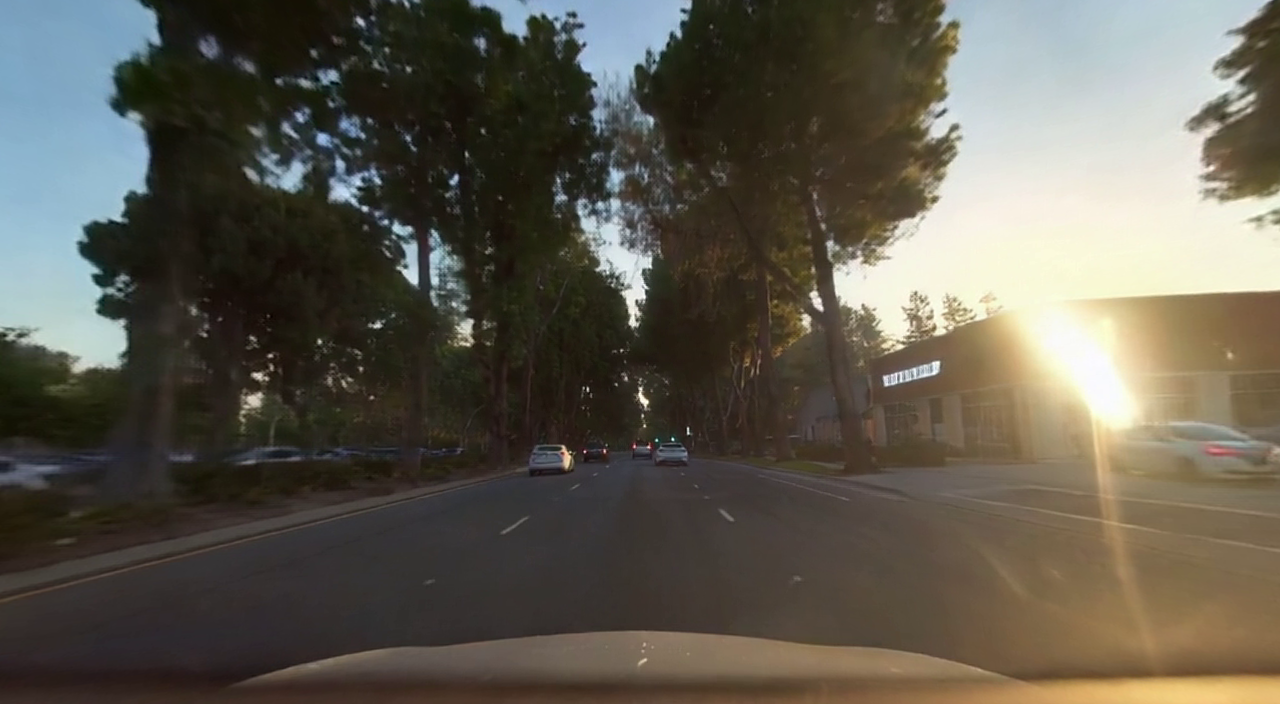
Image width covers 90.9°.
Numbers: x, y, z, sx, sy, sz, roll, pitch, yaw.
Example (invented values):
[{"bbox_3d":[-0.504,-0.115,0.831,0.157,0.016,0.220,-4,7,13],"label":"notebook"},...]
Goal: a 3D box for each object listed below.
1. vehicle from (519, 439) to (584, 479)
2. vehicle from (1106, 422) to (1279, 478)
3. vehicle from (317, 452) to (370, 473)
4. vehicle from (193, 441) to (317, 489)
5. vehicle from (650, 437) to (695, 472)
[{"bbox_3d":[-3.544,4.361,25.977,1.908,1.481,4.536,0,-8,1],"label":"vehicle"},{"bbox_3d":[15.671,2.775,17.942,1.823,1.413,3.884,0,-8,0],"label":"vehicle"},{"bbox_3d":[-22.624,8.427,48.287,1.905,1.483,4.479,0,-8,0],"label":"vehicle"},{"bbox_3d":[-15.863,4.655,26.368,2.060,1.777,4.860,0,-8,1],"label":"vehicle"},{"bbox_3d":[1.520,4.986,30.801,1.922,1.579,3.642,0,-8,-2],"label":"vehicle"}]
